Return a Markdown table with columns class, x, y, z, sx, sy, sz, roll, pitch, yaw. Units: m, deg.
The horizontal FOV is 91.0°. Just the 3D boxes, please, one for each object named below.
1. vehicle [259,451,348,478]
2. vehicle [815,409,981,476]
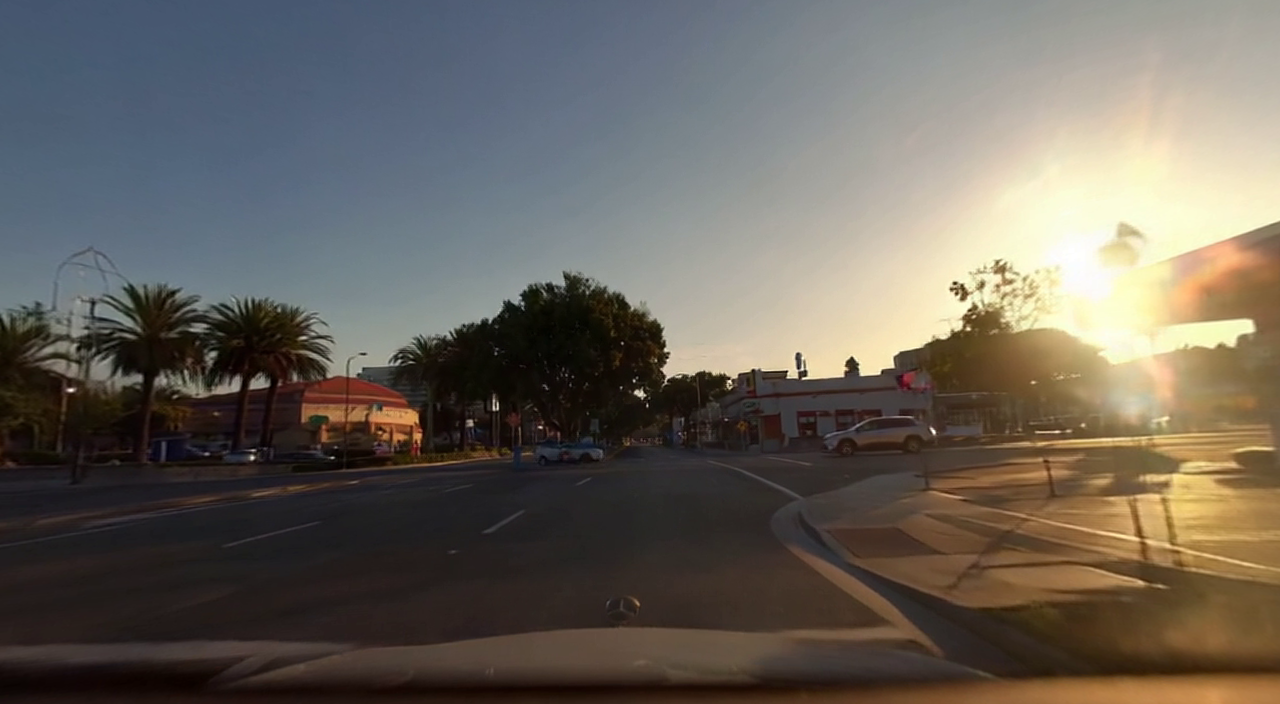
| class | x | y | z | sx | sy | sz | roll | pitch | yaw |
| --- | --- | --- | --- | --- | --- | --- | --- | --- | --- |
| vehicle | -25.936 | 8.710 | 48.637 | 5.803 | 1.632 | 2.173 | -4 | -7 | 3 |
| vehicle | 8.667 | 3.092 | 21.480 | 4.640 | 1.800 | 2.026 | -5 | -8 | 0 |
